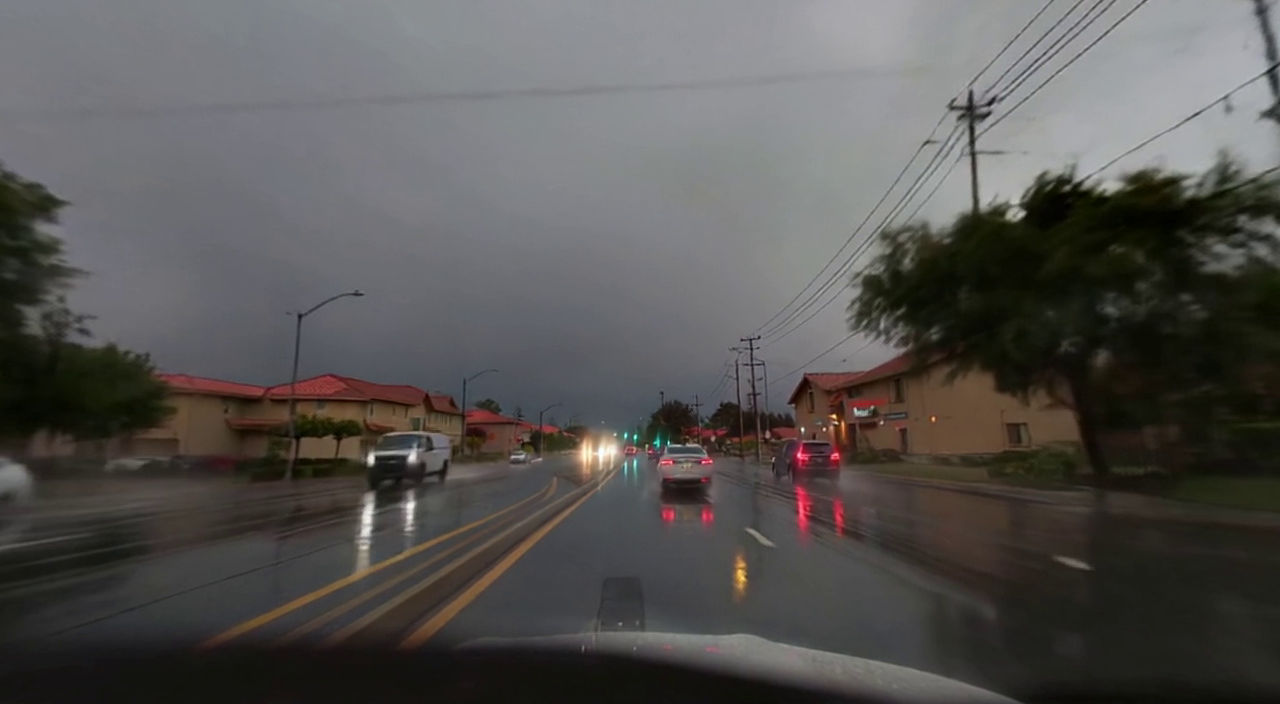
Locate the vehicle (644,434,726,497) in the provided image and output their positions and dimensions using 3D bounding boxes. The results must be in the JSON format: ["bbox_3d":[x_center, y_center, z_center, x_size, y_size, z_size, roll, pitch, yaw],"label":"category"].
[{"bbox_3d":[1.238,3.444,19.354,2.138,1.702,4.168,0,-9,-1],"label":"vehicle"}]

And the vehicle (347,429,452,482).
[{"bbox_3d":[-10.632,4.666,28.481,2.423,2.132,5.881,0,-9,0],"label":"vehicle"}]

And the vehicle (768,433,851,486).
[{"bbox_3d":[6.597,4.249,25.062,2.061,1.889,4.268,0,-9,0],"label":"vehicle"}]
